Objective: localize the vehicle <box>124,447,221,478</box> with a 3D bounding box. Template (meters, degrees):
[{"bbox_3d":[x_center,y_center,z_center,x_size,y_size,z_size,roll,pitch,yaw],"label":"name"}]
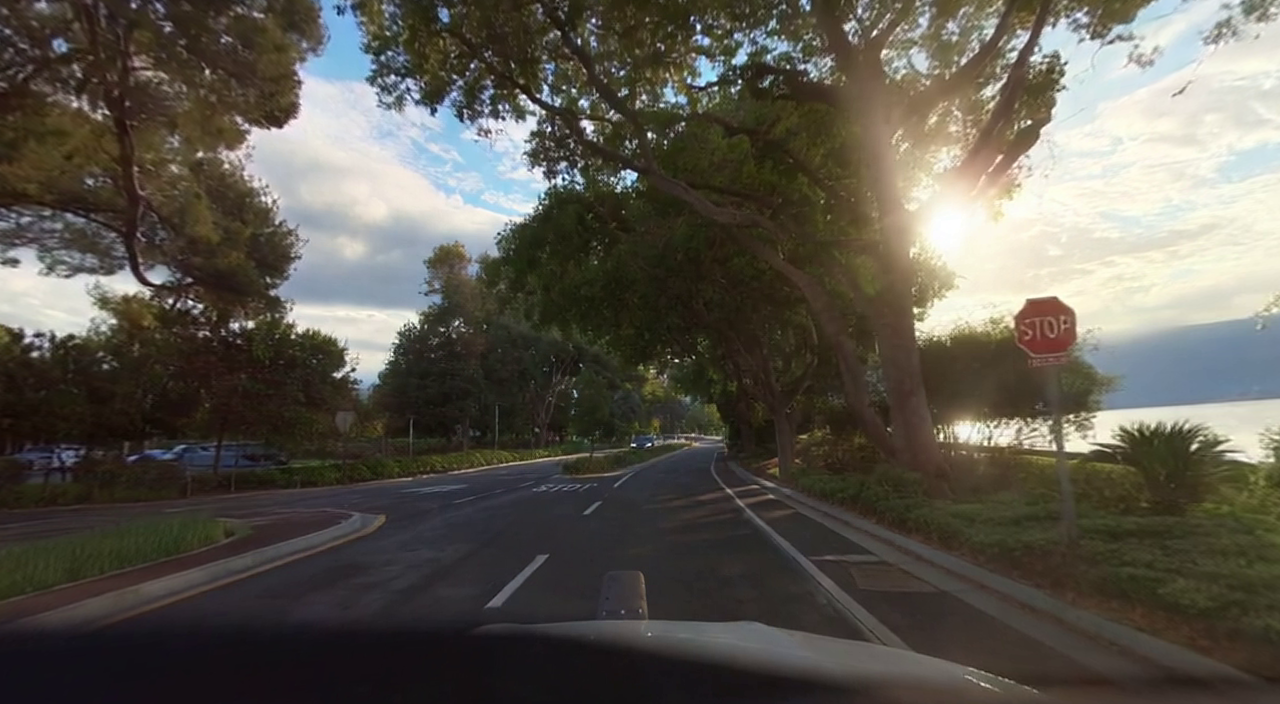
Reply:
[{"bbox_3d":[-26.606,6.279,36.027,4.007,1.459,1.952,-2,-8,1],"label":"vehicle"}]

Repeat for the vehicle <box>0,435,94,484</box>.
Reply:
[{"bbox_3d":[-28.432,5.003,29.247,4.733,1.892,1.939,-4,-4,2],"label":"vehicle"}]
